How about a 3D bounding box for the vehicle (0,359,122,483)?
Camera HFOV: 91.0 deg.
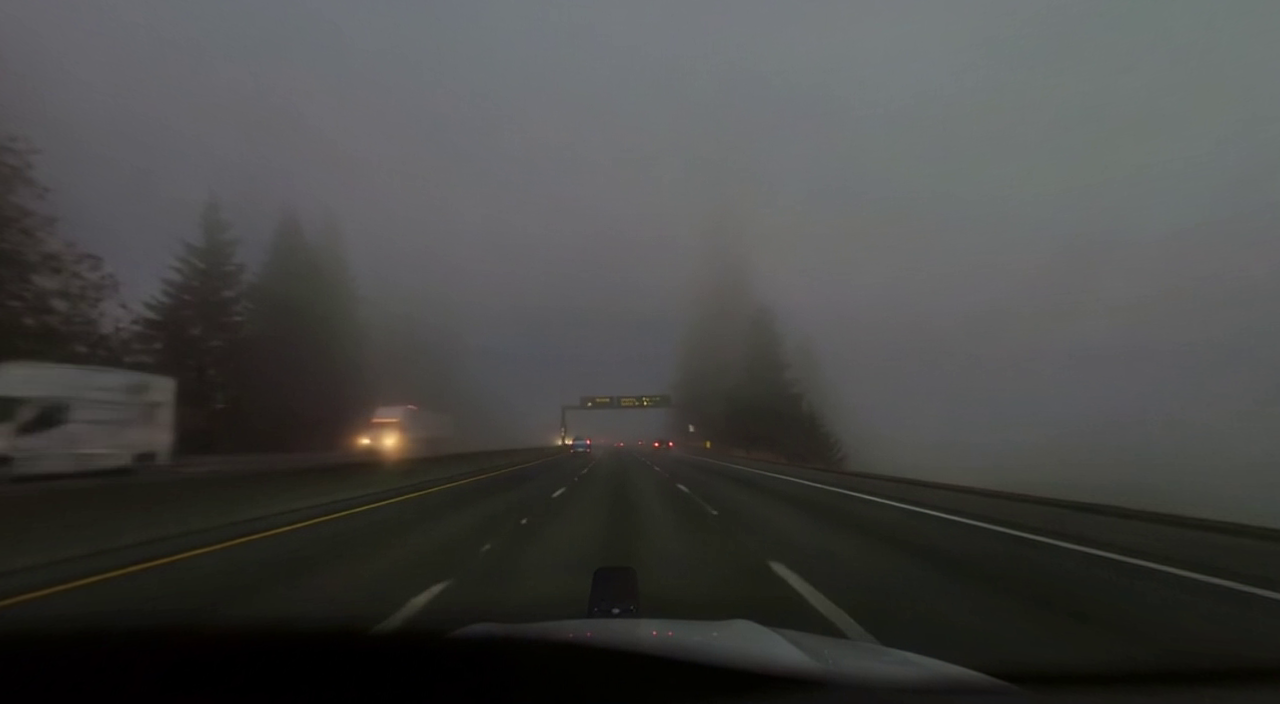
[{"bbox_3d":[-15.253,1.520,13.798,2.366,2.696,6.313,0,-8,0],"label":"vehicle"}]
